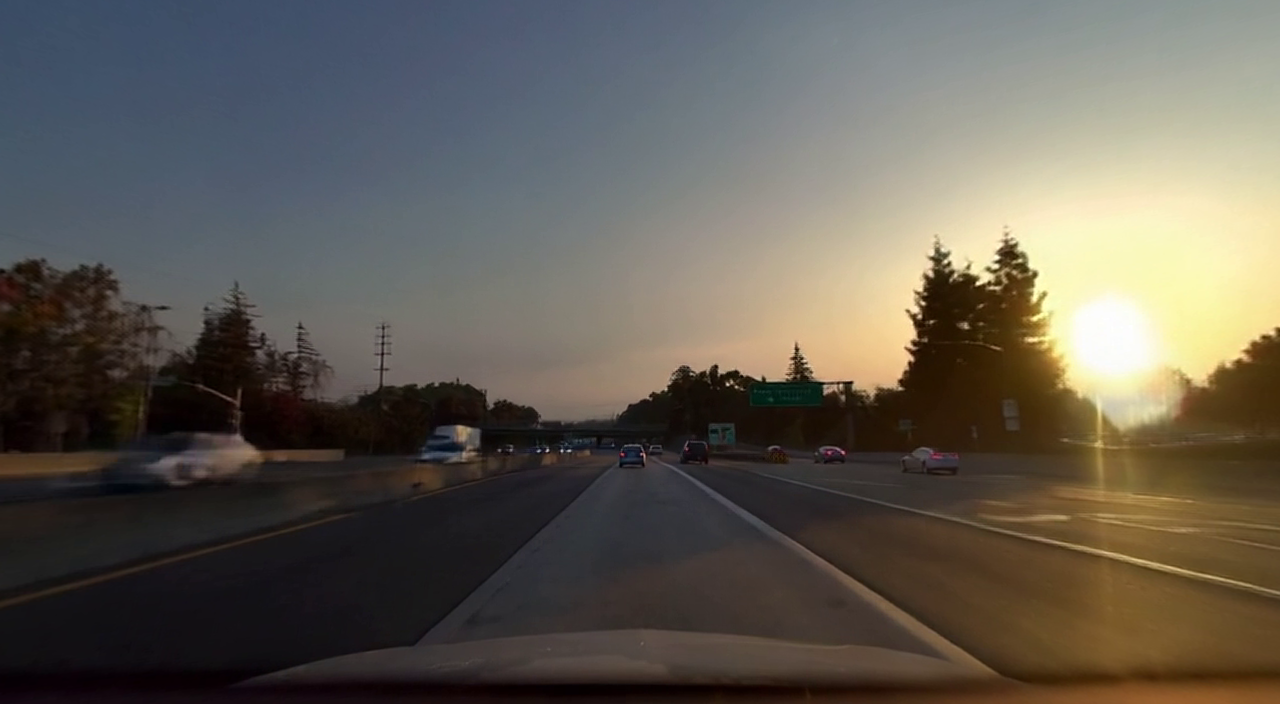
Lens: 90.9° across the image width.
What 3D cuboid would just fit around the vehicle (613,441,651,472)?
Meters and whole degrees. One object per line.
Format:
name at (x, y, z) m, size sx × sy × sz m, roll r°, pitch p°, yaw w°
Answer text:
vehicle at (-0.444, 6.092, 36.925) m, size 2.105 × 1.711 × 4.293 m, roll 0°, pitch -8°, yaw 0°

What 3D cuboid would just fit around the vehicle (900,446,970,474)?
vehicle at (16.357, 5.981, 35.187) m, size 1.872 × 1.459 × 4.502 m, roll 0°, pitch -8°, yaw 2°

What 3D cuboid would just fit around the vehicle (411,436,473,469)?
vehicle at (-11.079, 5.656, 35.683) m, size 2.050 × 1.712 × 4.548 m, roll 0°, pitch -8°, yaw 0°

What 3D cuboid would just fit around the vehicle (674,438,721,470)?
vehicle at (3.747, 6.807, 42.254) m, size 2.505 × 2.020 × 5.532 m, roll 0°, pitch -9°, yaw -1°

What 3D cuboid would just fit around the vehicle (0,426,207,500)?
vehicle at (-14.534, 2.949, 17.156) m, size 2.122 × 1.708 × 4.690 m, roll 0°, pitch -8°, yaw 0°
